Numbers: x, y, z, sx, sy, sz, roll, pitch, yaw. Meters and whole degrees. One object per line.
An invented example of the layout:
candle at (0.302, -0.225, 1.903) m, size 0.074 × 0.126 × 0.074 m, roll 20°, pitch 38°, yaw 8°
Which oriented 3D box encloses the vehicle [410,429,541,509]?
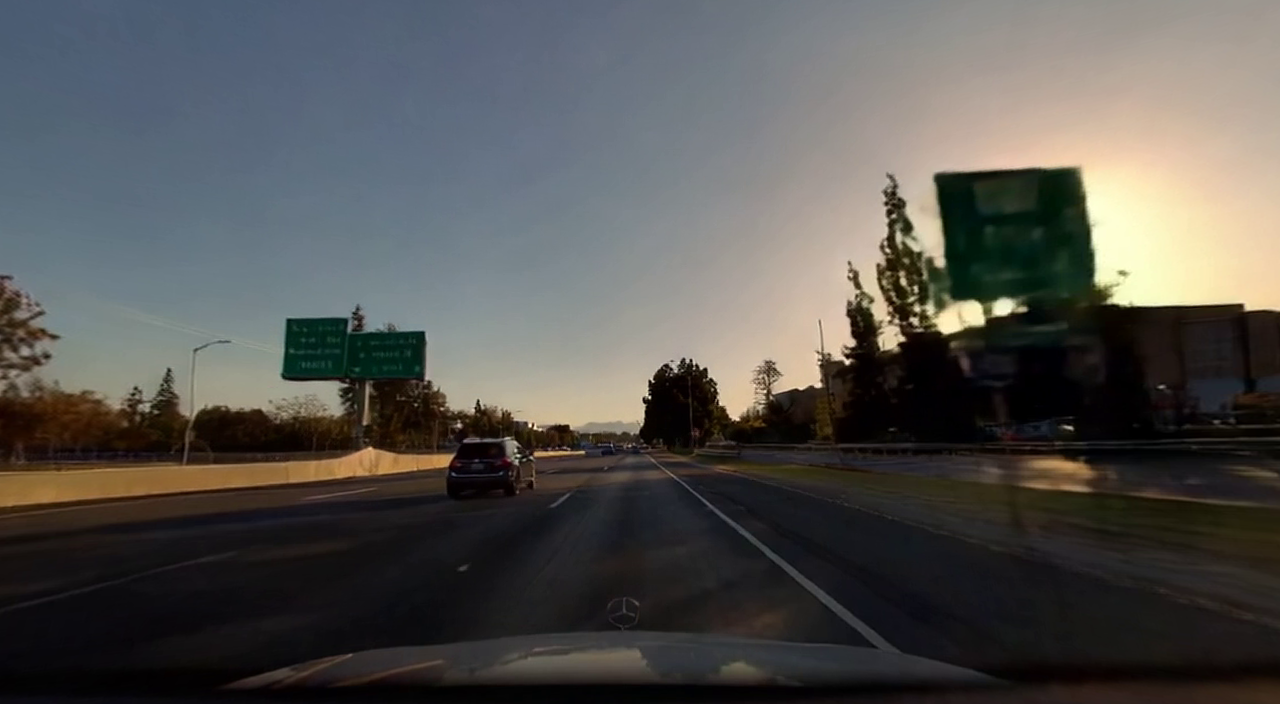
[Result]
vehicle at (-4.053, 2.961, 16.522) m, size 2.150 × 1.761 × 4.697 m, roll 0°, pitch -8°, yaw 0°
